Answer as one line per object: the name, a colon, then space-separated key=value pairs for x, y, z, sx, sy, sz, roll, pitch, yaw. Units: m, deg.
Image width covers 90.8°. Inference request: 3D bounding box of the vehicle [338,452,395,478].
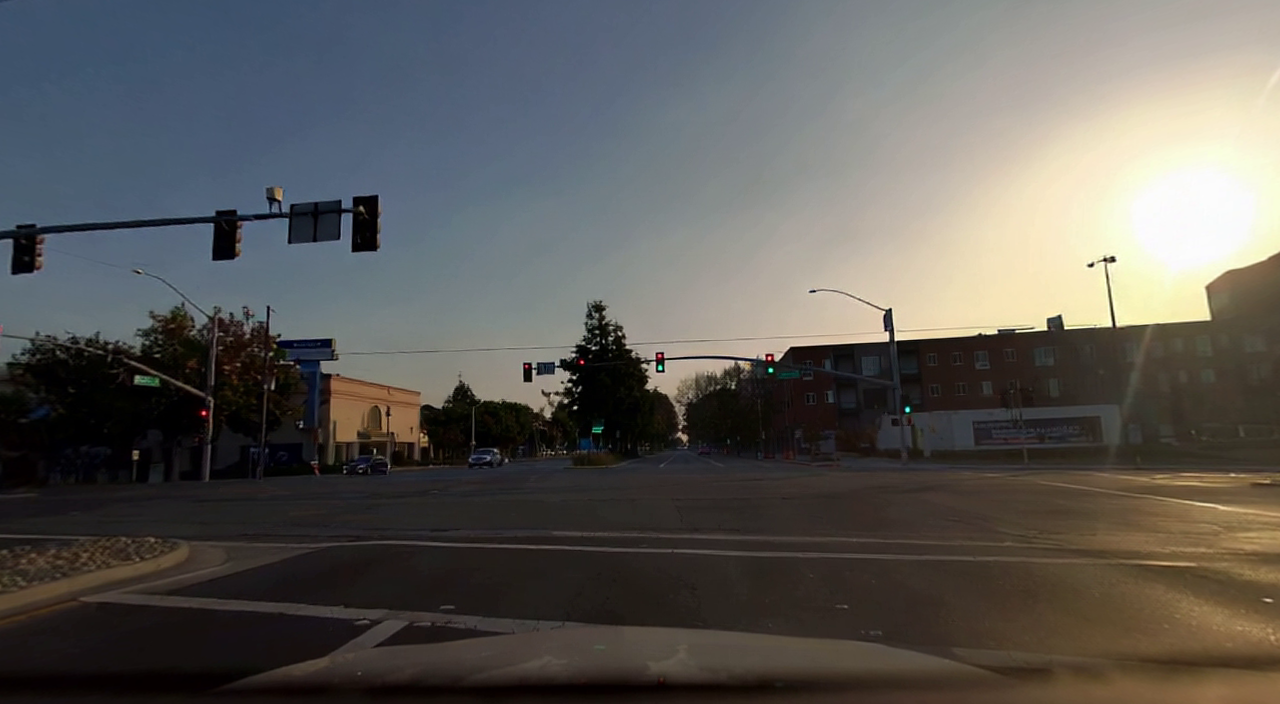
vehicle: x=-18.834 y=7.799 z=43.761 sx=1.933 sy=1.664 sz=4.255 roll=0 pitch=-9 yaw=1
